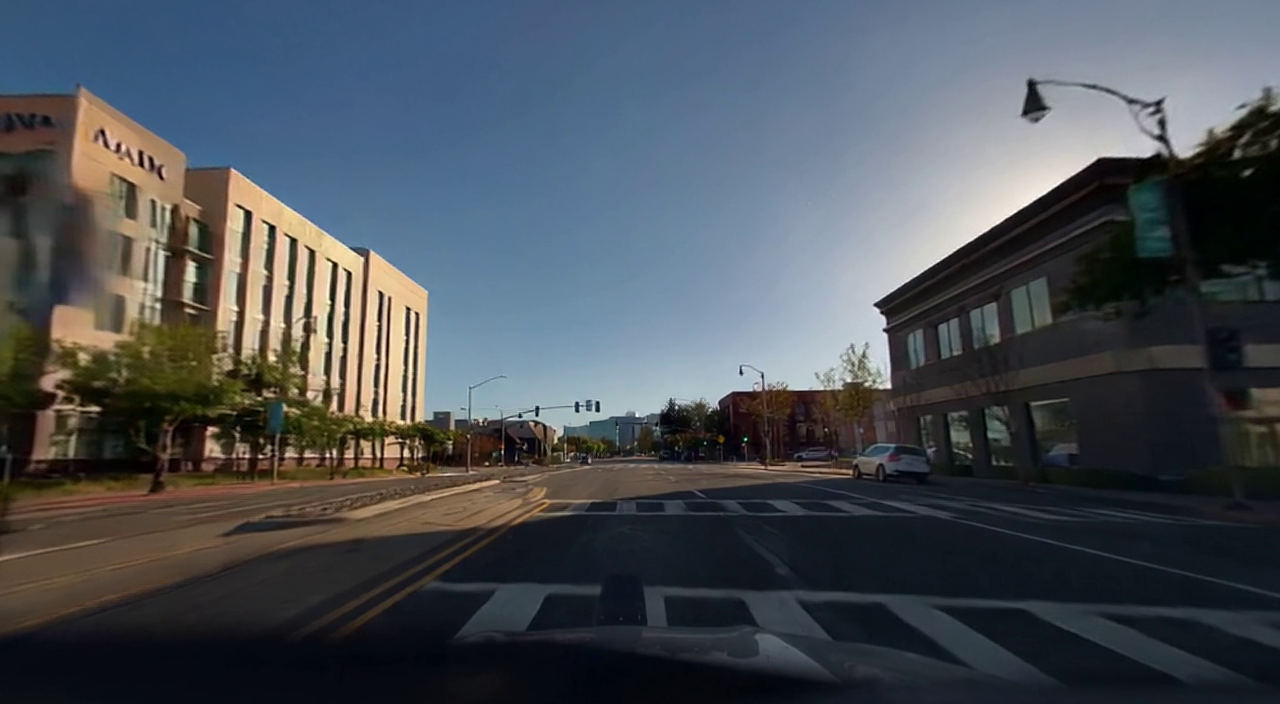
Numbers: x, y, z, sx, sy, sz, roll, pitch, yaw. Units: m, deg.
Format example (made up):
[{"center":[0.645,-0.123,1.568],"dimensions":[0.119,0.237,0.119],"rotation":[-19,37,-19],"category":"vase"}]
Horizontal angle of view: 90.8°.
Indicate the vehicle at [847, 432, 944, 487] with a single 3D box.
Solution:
[{"center":[10.016,4.283,25.201],"dimensions":[2.101,1.957,4.718],"rotation":[0,-9,3],"category":"vehicle"}]
